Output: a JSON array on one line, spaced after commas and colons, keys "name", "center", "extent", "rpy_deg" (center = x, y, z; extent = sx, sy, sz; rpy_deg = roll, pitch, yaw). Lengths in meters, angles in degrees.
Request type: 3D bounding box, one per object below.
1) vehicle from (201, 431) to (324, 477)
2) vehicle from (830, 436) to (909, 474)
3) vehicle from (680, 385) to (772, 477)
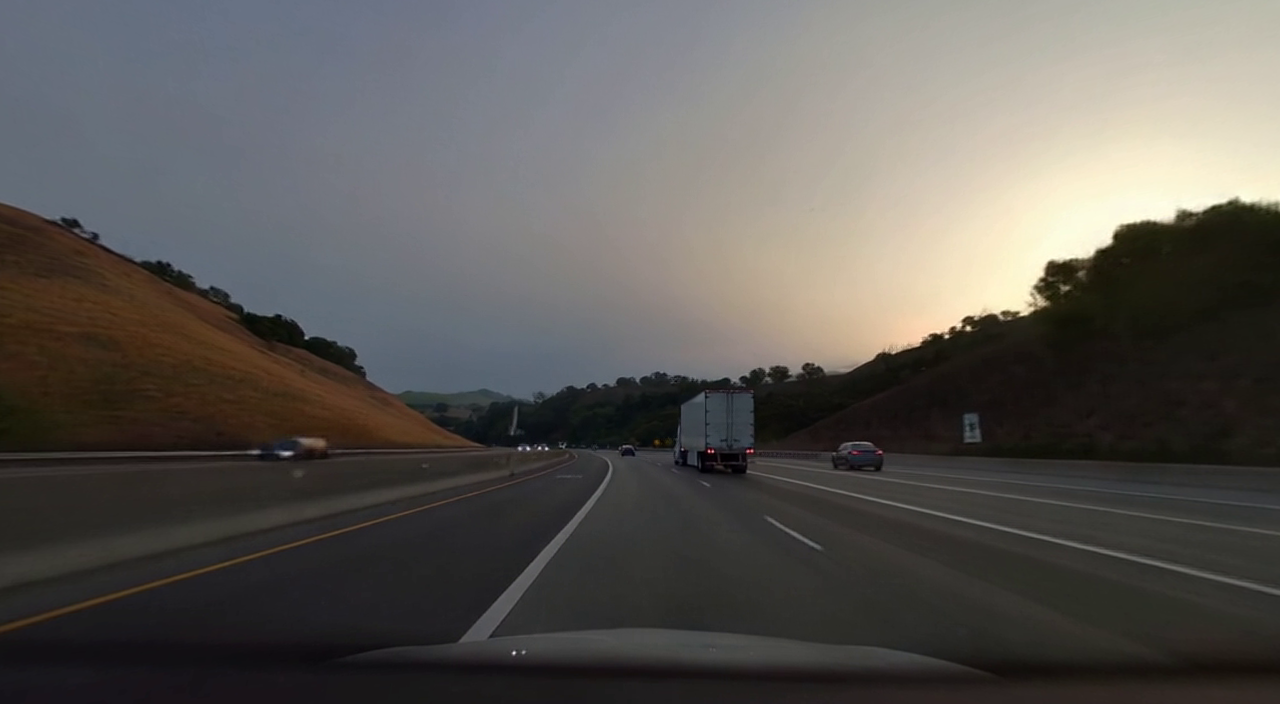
[{"name": "vehicle", "center": [-18.486, 5.058, 31.313], "extent": [2.370, 2.038, 5.969], "rpy_deg": [0, -9, 0]}, {"name": "vehicle", "center": [11.322, 5.120, 31.498], "extent": [2.046, 1.741, 4.769], "rpy_deg": [0, -9, -1]}, {"name": "vehicle", "center": [4.025, 4.191, 32.549], "extent": [3.049, 3.968, 10.706], "rpy_deg": [0, -9, -1]}]
